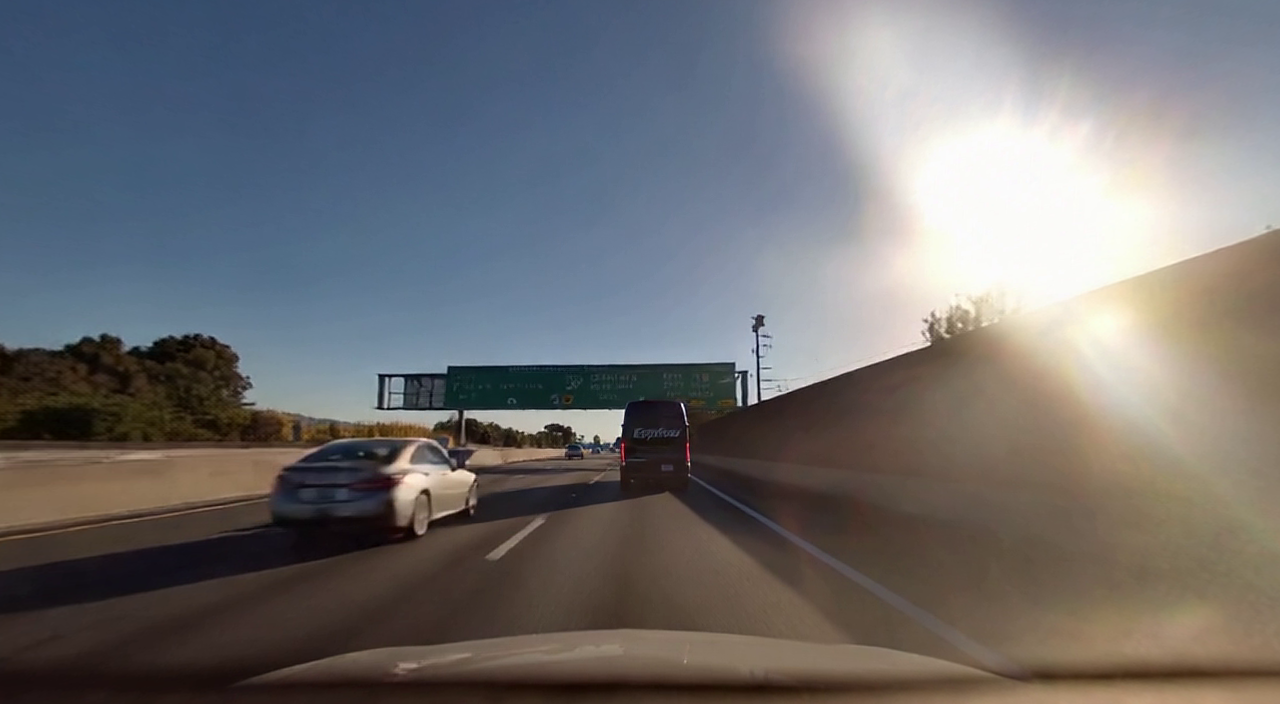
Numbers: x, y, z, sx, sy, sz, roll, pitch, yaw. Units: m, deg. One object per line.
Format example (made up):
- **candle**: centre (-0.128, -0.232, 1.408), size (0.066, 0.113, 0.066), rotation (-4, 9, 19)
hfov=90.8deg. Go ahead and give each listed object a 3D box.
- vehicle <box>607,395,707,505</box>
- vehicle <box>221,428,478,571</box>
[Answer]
- **vehicle**: centre (0.314, 2.683, 17.440), size (2.332, 2.558, 5.314), rotation (0, -9, -2)
- **vehicle**: centre (-3.575, 1.851, 8.564), size (1.788, 1.500, 3.475), rotation (0, -9, 0)
